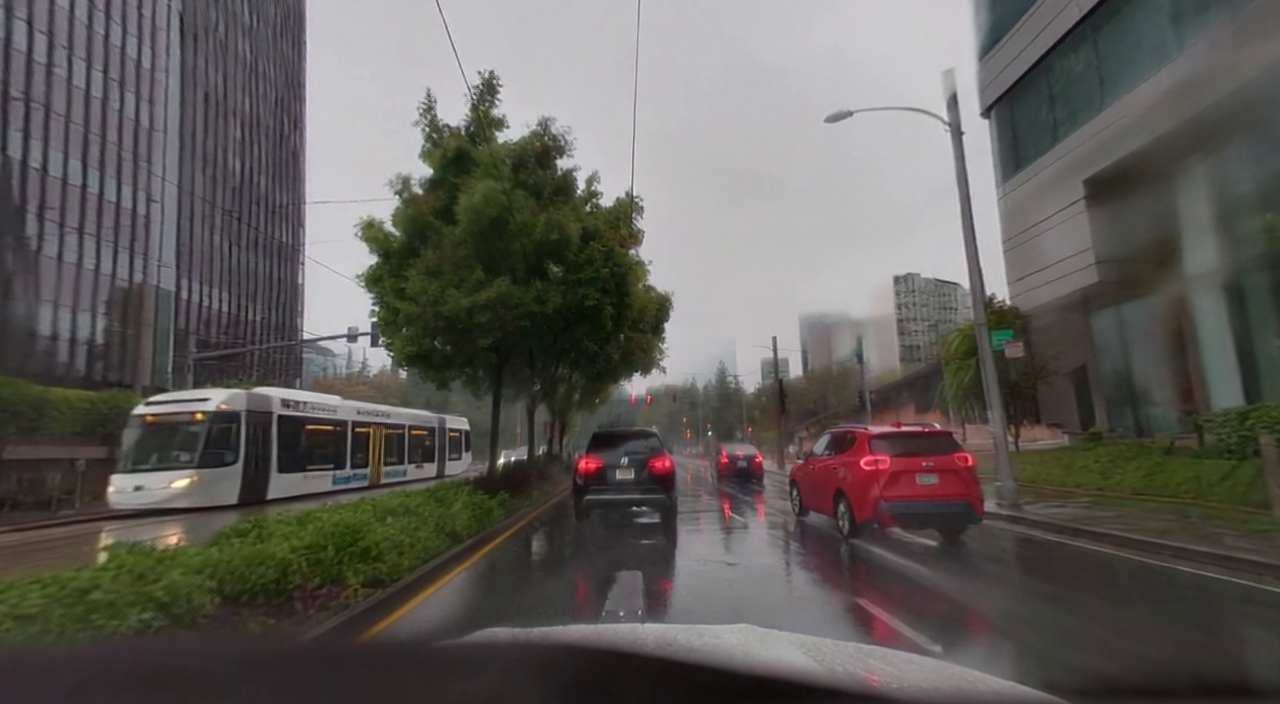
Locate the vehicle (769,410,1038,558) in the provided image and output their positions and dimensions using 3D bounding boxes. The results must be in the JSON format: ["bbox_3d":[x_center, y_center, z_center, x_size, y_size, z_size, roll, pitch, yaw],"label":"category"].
[{"bbox_3d":[3.563,1.884,9.766,2.029,1.717,4.624,0,-8,-2],"label":"vehicle"}]

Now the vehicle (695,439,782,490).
[{"bbox_3d":[3.095,3.642,20.789,1.993,1.480,4.324,0,-8,-2],"label":"vehicle"}]

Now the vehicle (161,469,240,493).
[{"bbox_3d":[-34.079,10.002,49.044,4.726,1.458,1.770,-3,-11,-2],"label":"vehicle"}]

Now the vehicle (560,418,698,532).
[{"bbox_3d":[-0.223,2.253,12.155,2.178,1.779,4.255,0,-8,-1],"label":"vehicle"}]

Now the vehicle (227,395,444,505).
[{"bbox_3d":[-10.990,3.762,24.730,3.053,3.359,10.539,0,-8,1],"label":"vehicle"}]
